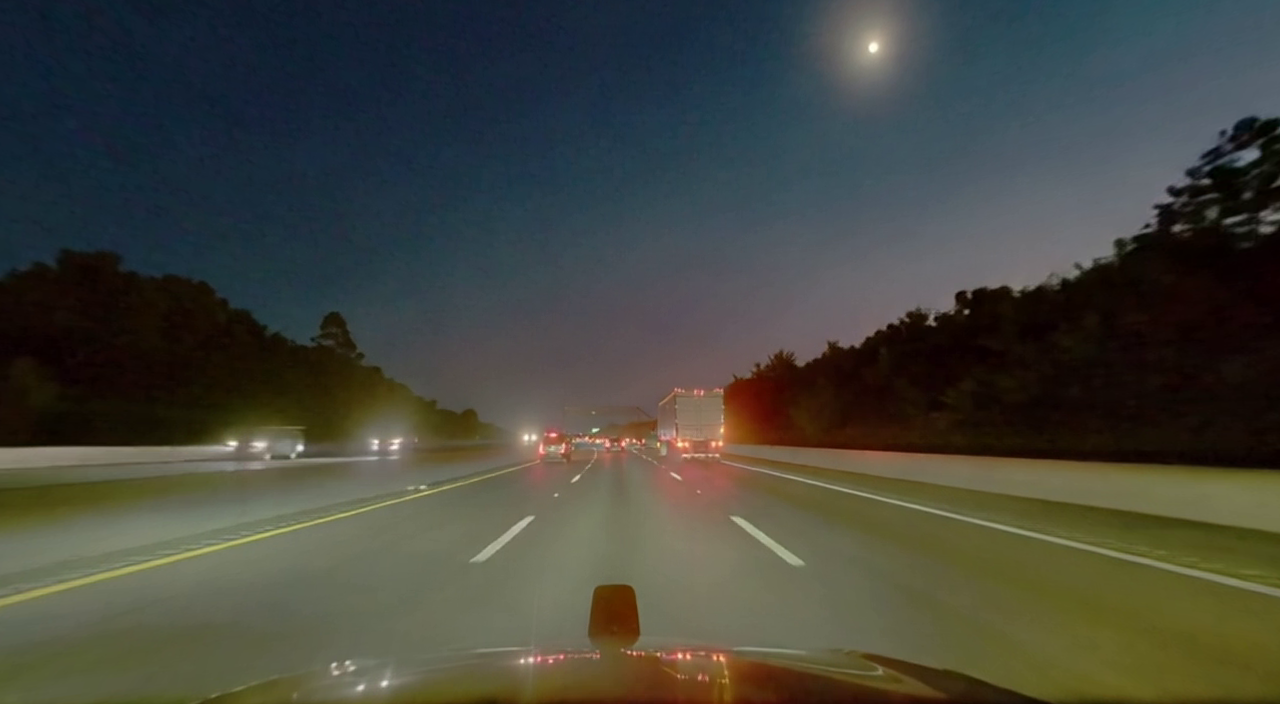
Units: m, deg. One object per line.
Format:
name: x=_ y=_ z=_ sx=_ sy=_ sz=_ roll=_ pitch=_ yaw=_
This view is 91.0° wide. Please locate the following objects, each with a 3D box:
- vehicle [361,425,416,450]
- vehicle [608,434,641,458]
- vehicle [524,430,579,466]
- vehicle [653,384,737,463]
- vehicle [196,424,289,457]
vehicle: x=-17.268 y=5.920 z=43.433 sx=1.994 sy=1.613 sz=4.783 roll=0 pitch=-8 yaw=-2
vehicle: x=-1.109 y=6.445 z=43.114 sx=2.125 sy=1.542 sz=3.816 roll=0 pitch=-8 yaw=-3
vehicle: x=-4.535 y=5.000 z=32.905 sx=2.377 sy=1.747 sz=4.703 roll=0 pitch=-8 yaw=-2
vehicle: x=2.972 y=4.629 z=39.261 sx=3.301 sy=4.034 sz=13.722 roll=0 pitch=-8 yaw=-3
vehicle: x=-20.652 y=4.650 z=32.986 sx=2.036 sy=1.558 sz=4.580 roll=0 pitch=-8 yaw=-3
